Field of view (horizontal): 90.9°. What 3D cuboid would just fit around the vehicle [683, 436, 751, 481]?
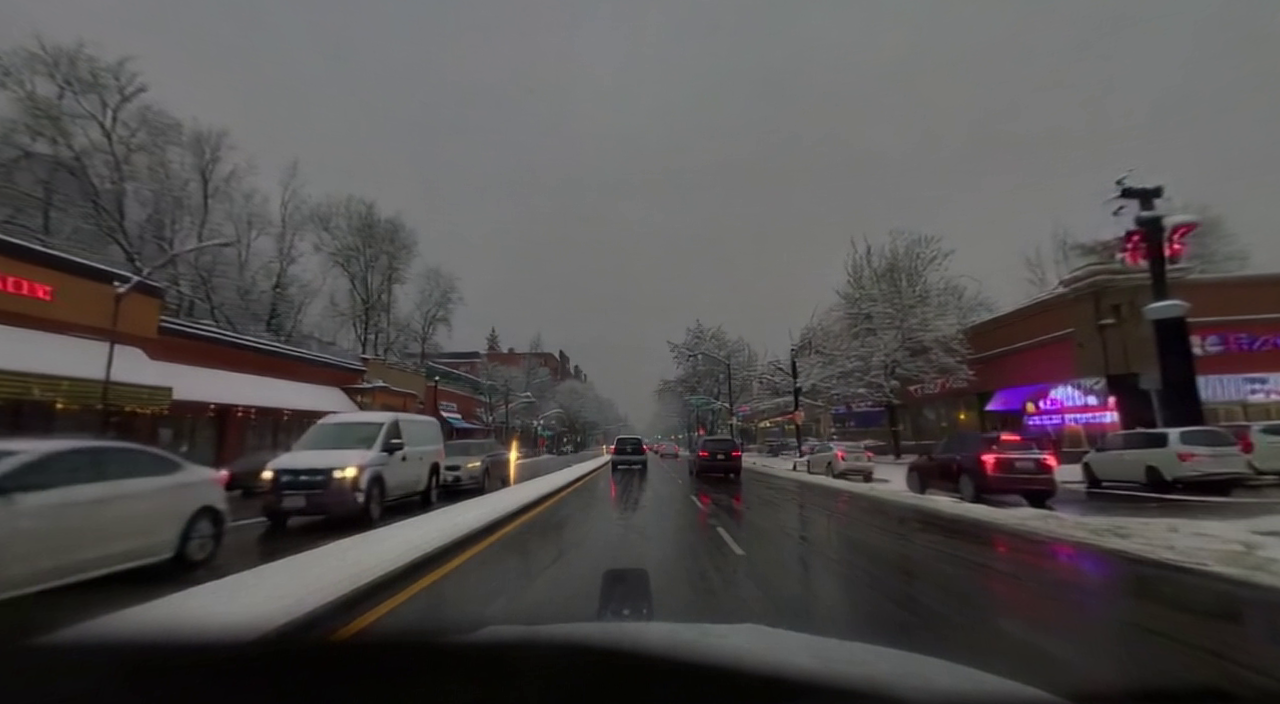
[{"bbox_3d":[2.761,3.923,23.503,2.046,1.540,3.883,0,-8,0],"label":"vehicle"}]

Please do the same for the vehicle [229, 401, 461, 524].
[{"bbox_3d":[-5.547,2.124,12.869,2.240,1.945,5.114,-1,-7,0],"label":"vehicle"}]

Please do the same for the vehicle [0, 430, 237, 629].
[{"bbox_3d":[-5.713,1.374,5.087,1.835,1.476,4.533,1,-8,1],"label":"vehicle"}]

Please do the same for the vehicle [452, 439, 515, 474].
[{"bbox_3d":[-8.336,5.588,33.981,2.097,1.707,4.506,0,-8,1],"label":"vehicle"}]

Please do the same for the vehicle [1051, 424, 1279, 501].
[{"bbox_3d":[12.332,2.540,15.040,2.058,1.493,4.612,-2,-8,3],"label":"vehicle"}]

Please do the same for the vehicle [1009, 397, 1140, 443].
[{"bbox_3d":[15.819,2.588,23.292,1.793,1.505,4.557,-1,-8,4],"label":"vehicle"}]

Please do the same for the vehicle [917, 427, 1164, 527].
[{"bbox_3d":[7.508,2.349,12.539,1.914,1.587,4.548,0,-8,0],"label":"vehicle"}]

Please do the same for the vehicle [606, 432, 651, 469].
[{"bbox_3d":[-0.545,5.322,34.104,2.301,1.837,4.411,0,-8,1],"label":"vehicle"}]

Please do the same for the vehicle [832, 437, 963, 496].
[{"bbox_3d":[7.326,3.269,18.547,1.831,1.475,4.924,-1,-8,1],"label":"vehicle"}]
